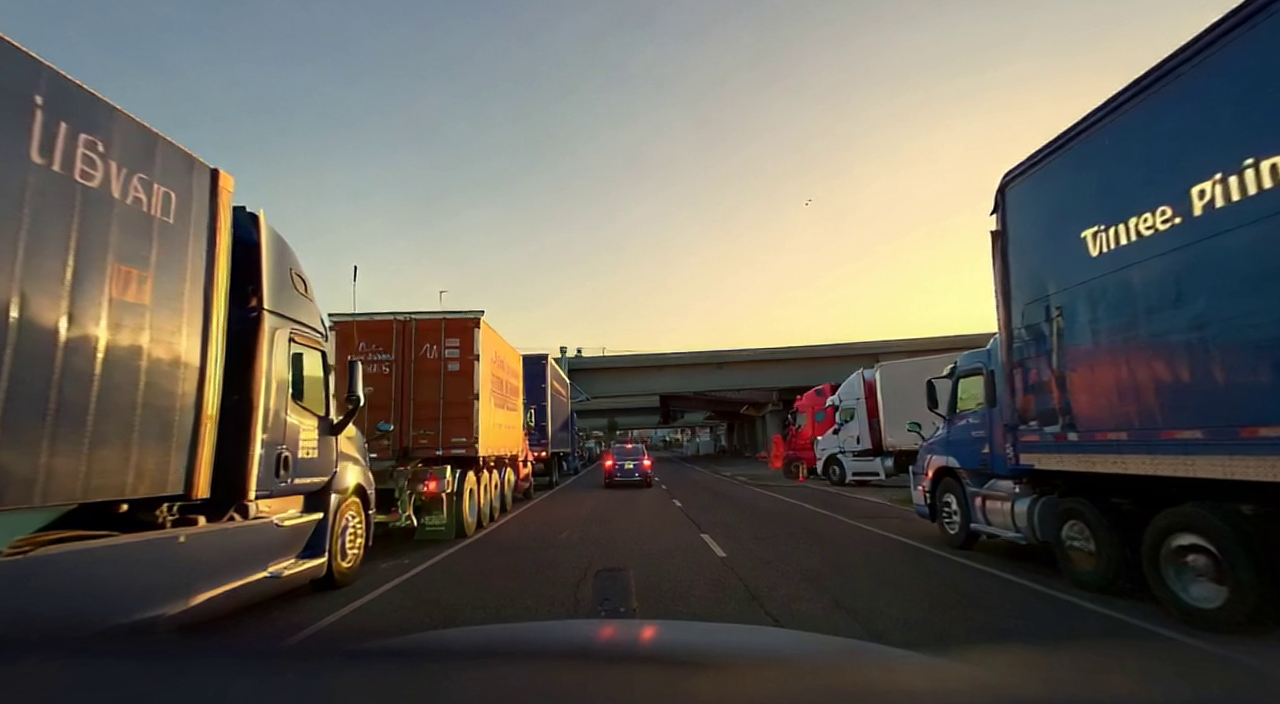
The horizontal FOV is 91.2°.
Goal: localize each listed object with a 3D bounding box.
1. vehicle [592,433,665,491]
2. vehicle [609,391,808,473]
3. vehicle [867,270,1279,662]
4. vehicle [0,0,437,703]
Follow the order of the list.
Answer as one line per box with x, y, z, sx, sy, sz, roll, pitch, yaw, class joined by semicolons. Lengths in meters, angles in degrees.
-0.404;3.566;20.521;2.140;1.682;3.971;0;-9;-2;vehicle
3.438;4.838;38.649;2.877;4.124;14.516;2;-7;-37;vehicle
5.127;1.158;7.071;2.570;2.439;6.392;0;-9;-1;vehicle
-3.971;0.472;4.612;2.844;3.085;6.941;0;-9;-2;vehicle
